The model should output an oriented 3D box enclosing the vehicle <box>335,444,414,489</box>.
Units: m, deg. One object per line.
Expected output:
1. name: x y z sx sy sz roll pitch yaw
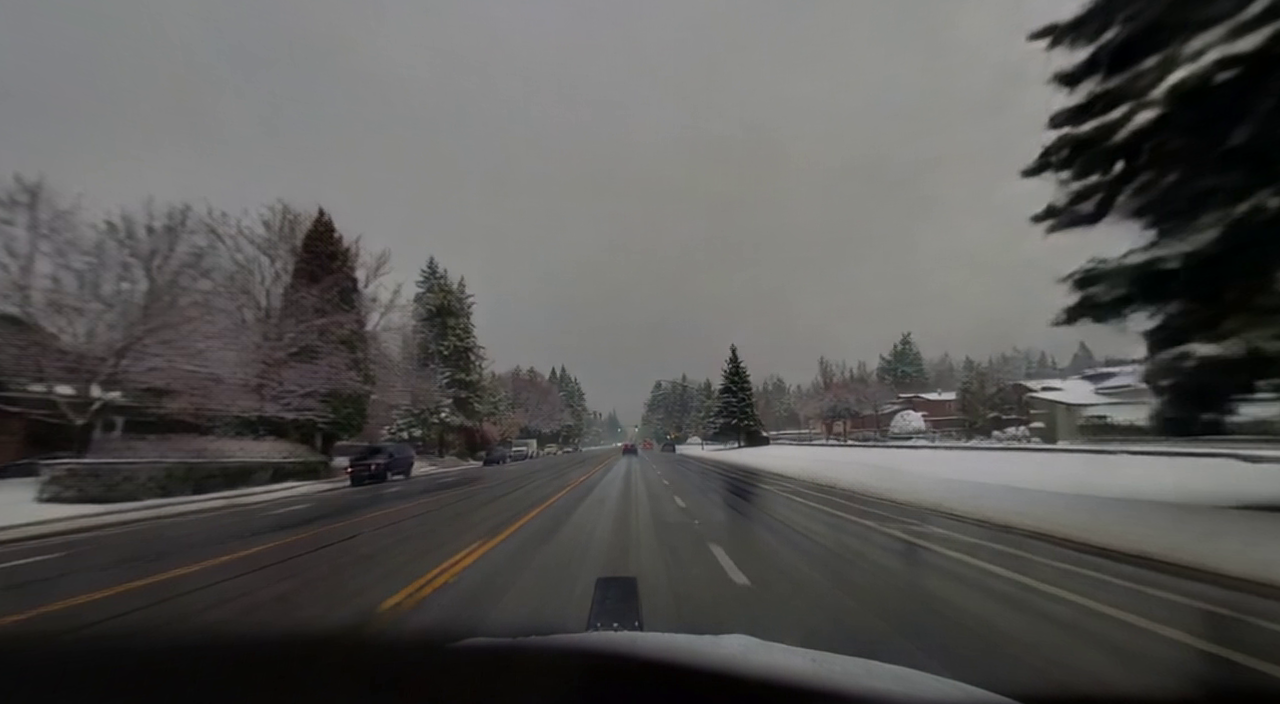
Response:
1. vehicle: -12.342 5.305 29.690 2.000 1.821 4.314 -2 -8 -3
